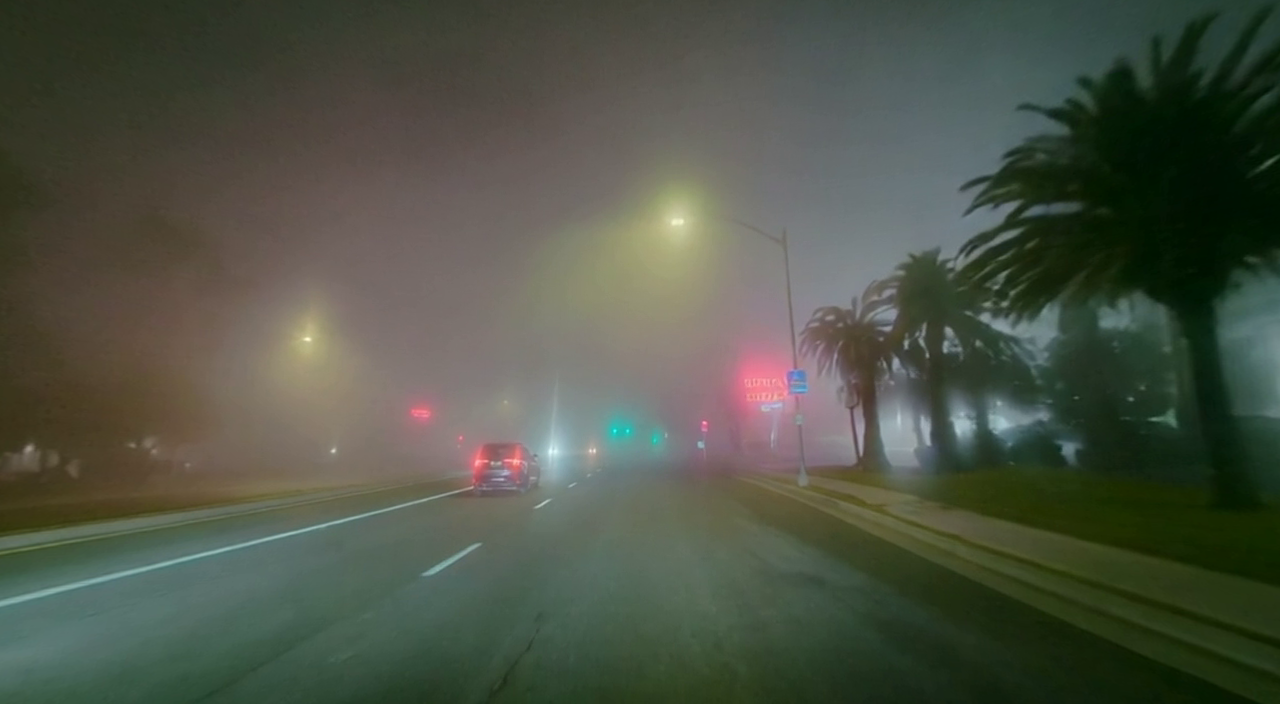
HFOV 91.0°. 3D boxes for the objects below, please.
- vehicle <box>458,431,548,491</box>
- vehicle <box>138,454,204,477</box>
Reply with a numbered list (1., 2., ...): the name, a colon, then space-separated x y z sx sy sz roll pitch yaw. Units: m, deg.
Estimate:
1. vehicle: -4.557 3.704 21.723 2.136 1.844 4.363 0 -8 -1
2. vehicle: -34.856 8.445 46.903 1.867 1.568 4.132 1 -8 -3
